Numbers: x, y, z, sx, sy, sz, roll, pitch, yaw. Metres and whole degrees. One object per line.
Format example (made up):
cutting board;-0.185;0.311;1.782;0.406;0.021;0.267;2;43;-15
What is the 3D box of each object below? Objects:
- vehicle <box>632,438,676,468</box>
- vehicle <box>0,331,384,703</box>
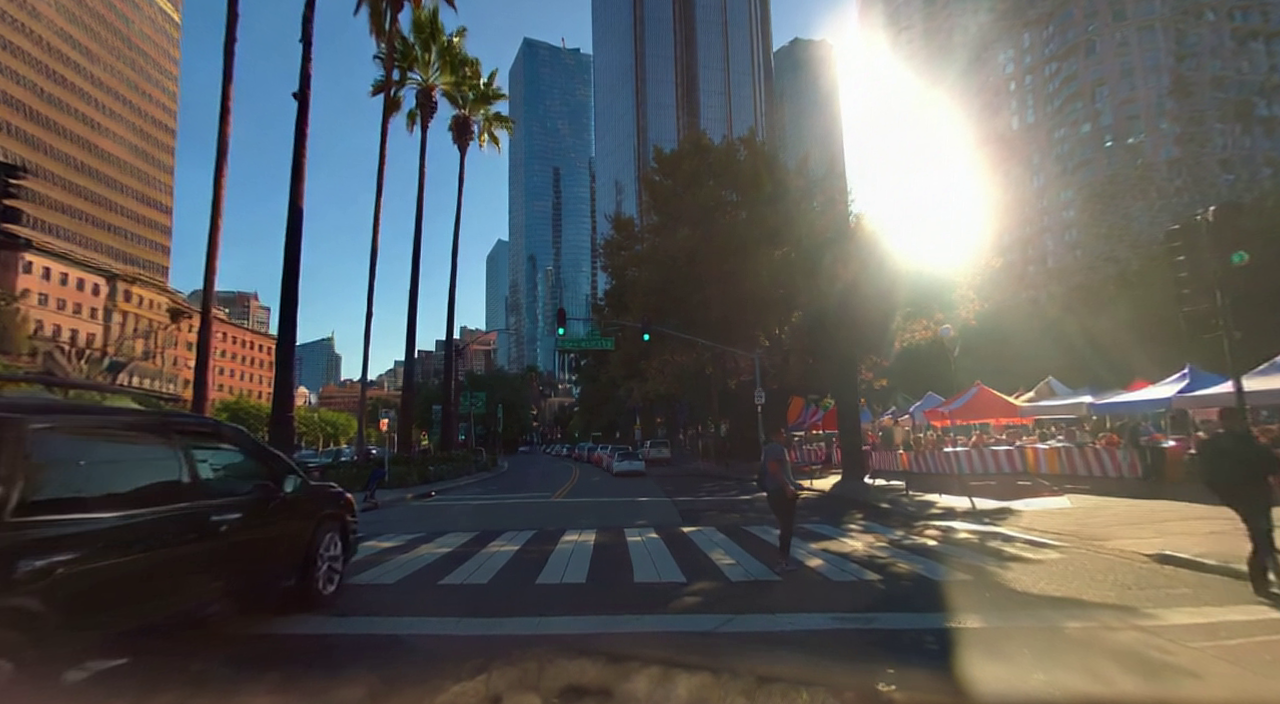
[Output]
vehicle;0.942;7.409;46.473;2.322;2.071;5.366;1;-8;-9
vehicle;-3.272;0.911;3.226;1.948;1.674;4.668;0;-8;0
